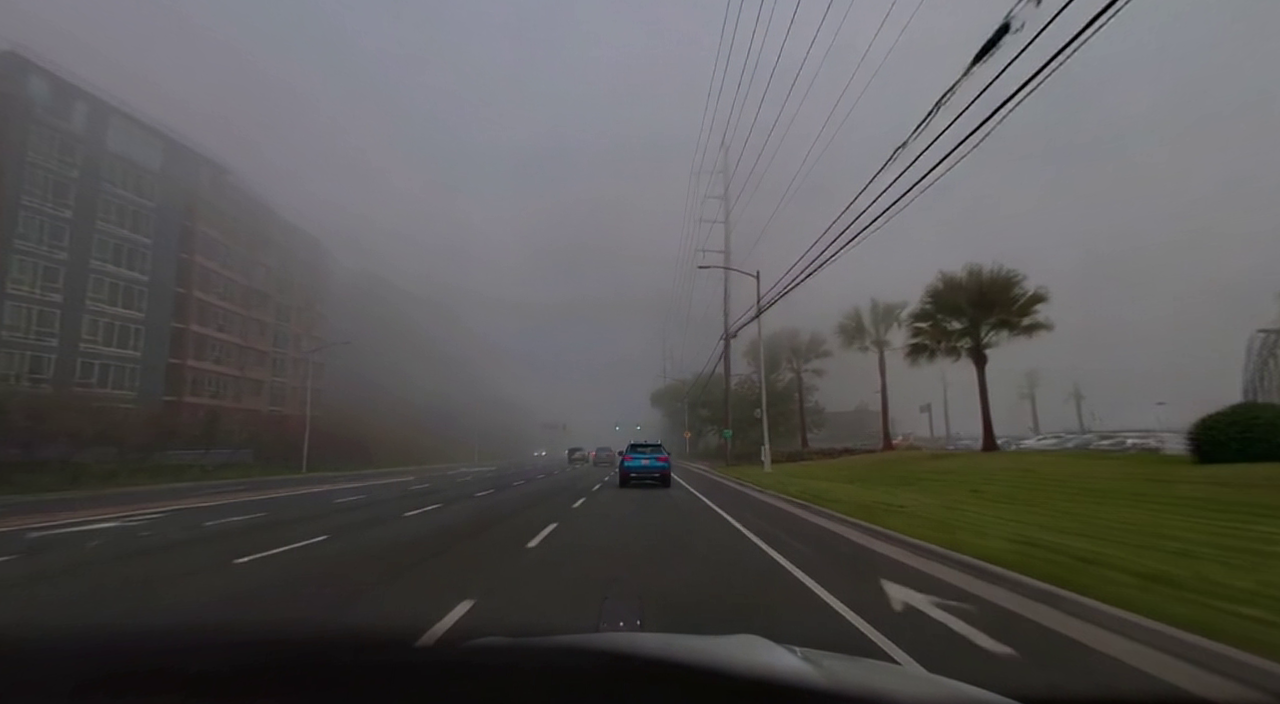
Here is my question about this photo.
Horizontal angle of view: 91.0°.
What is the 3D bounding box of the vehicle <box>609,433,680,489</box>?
[{"bbox_3d":[0.121,3.692,21.560,2.198,1.706,4.166,0,-9,0],"label":"vehicle"}]
